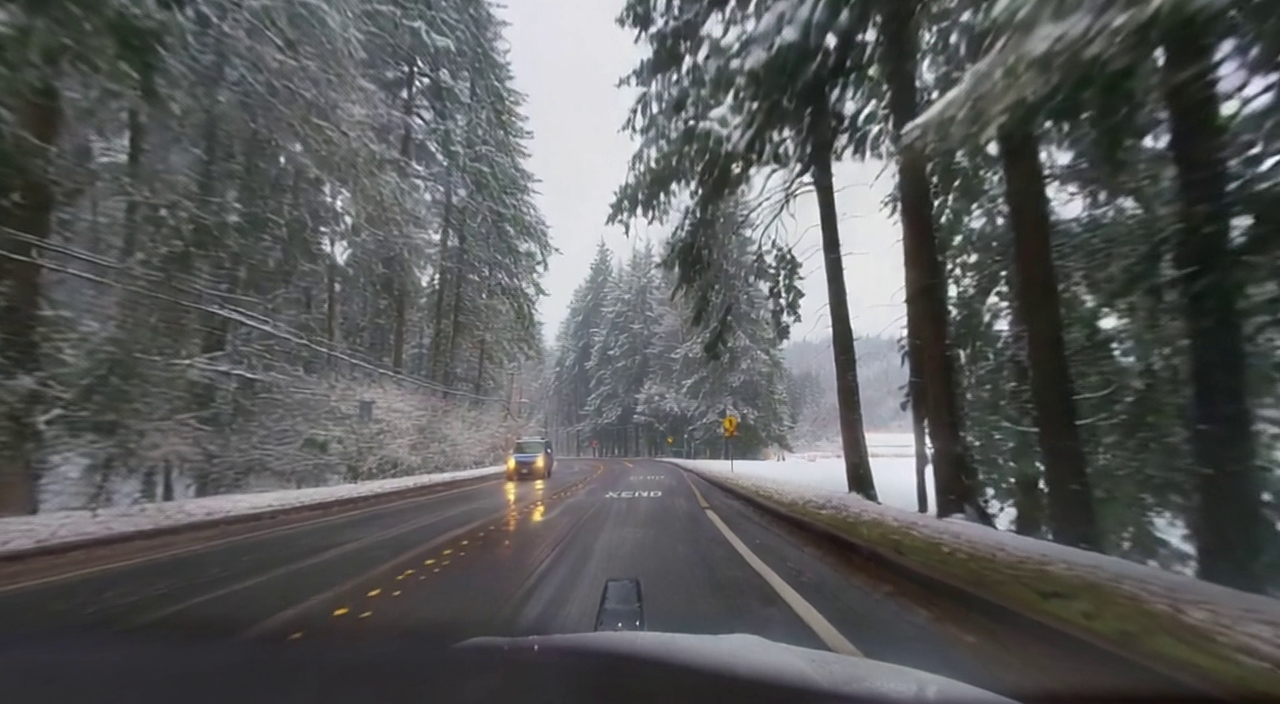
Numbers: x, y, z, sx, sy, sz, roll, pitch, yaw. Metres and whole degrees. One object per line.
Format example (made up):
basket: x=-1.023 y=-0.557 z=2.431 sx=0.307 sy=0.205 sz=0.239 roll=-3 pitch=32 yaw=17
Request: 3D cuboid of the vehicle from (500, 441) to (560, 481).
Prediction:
vehicle: x=-5.723 y=5.777 z=33.620 sx=2.394 sy=1.900 sz=5.863 roll=0 pitch=-9 yaw=-2
